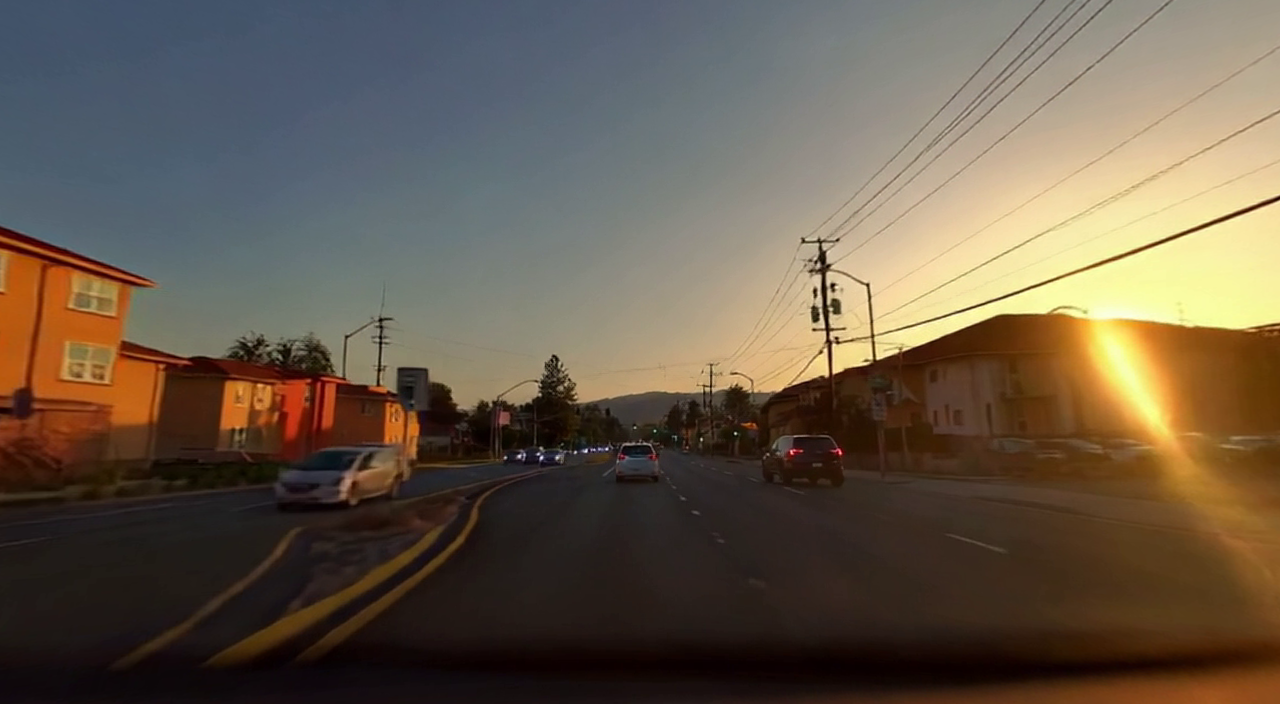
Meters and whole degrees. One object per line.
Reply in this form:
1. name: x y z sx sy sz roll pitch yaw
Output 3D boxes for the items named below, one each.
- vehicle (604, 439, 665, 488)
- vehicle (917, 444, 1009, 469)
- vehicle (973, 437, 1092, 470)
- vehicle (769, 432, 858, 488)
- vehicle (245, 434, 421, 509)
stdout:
1. vehicle: -0.206 4.205 24.098 2.138 1.702 4.168 0 -9 0
2. vehicle: 18.519 5.996 36.233 4.165 1.386 1.999 0 -9 0
3. vehicle: 19.006 4.941 30.638 4.415 1.519 1.907 0 -9 1
4. vehicle: 6.394 4.025 23.778 2.061 1.889 4.268 0 -9 -1
5. vehicle: -8.066 3.181 17.273 2.283 1.715 4.918 0 -9 1
